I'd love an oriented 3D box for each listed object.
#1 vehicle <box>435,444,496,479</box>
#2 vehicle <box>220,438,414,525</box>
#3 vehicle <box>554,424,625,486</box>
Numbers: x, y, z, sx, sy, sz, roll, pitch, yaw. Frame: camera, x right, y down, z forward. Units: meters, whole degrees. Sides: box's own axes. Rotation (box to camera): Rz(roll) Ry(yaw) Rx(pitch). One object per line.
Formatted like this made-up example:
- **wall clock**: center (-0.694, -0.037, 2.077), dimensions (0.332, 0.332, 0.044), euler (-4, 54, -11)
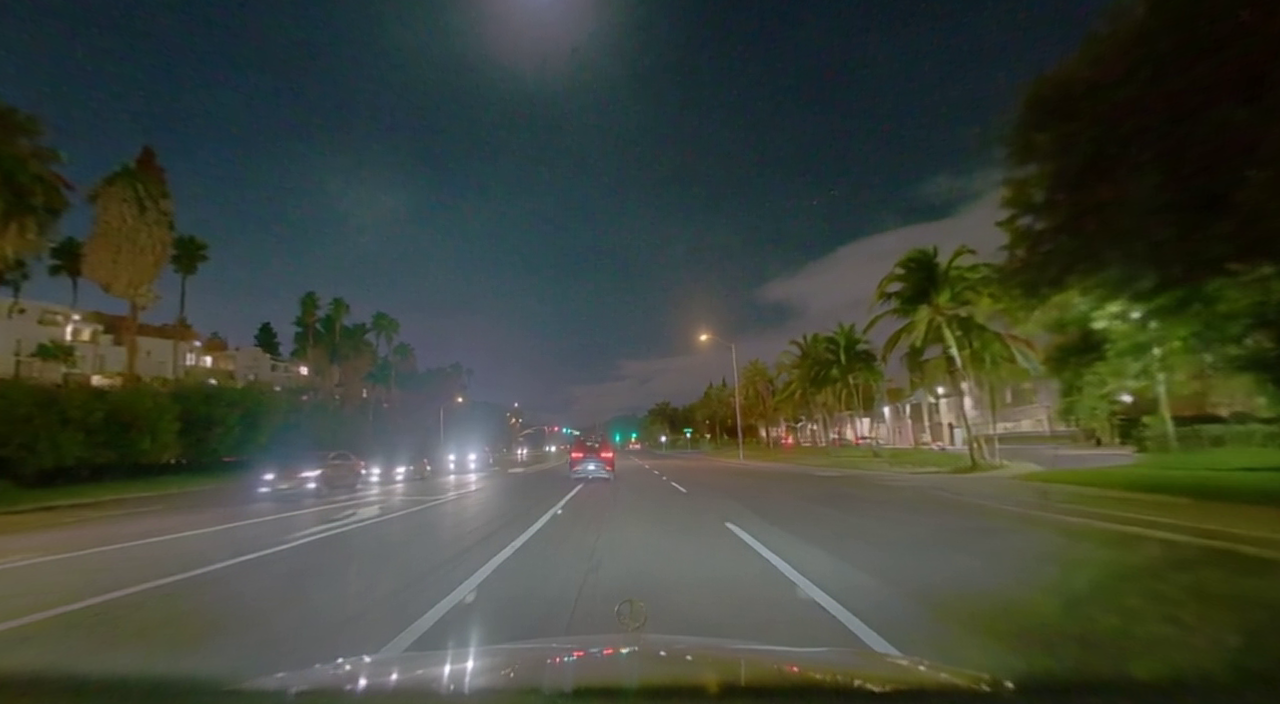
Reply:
- **vehicle**: center (-9.104, 5.709, 33.146), dimensions (2.114, 1.698, 4.415), euler (0, -9, -2)
- **vehicle**: center (-6.729, 2.710, 13.743), dimensions (2.016, 1.576, 4.215), euler (0, -9, 0)
- **vehicle**: center (-2.068, 4.113, 25.419), dimensions (2.507, 2.161, 6.049), euler (1, -9, -5)
